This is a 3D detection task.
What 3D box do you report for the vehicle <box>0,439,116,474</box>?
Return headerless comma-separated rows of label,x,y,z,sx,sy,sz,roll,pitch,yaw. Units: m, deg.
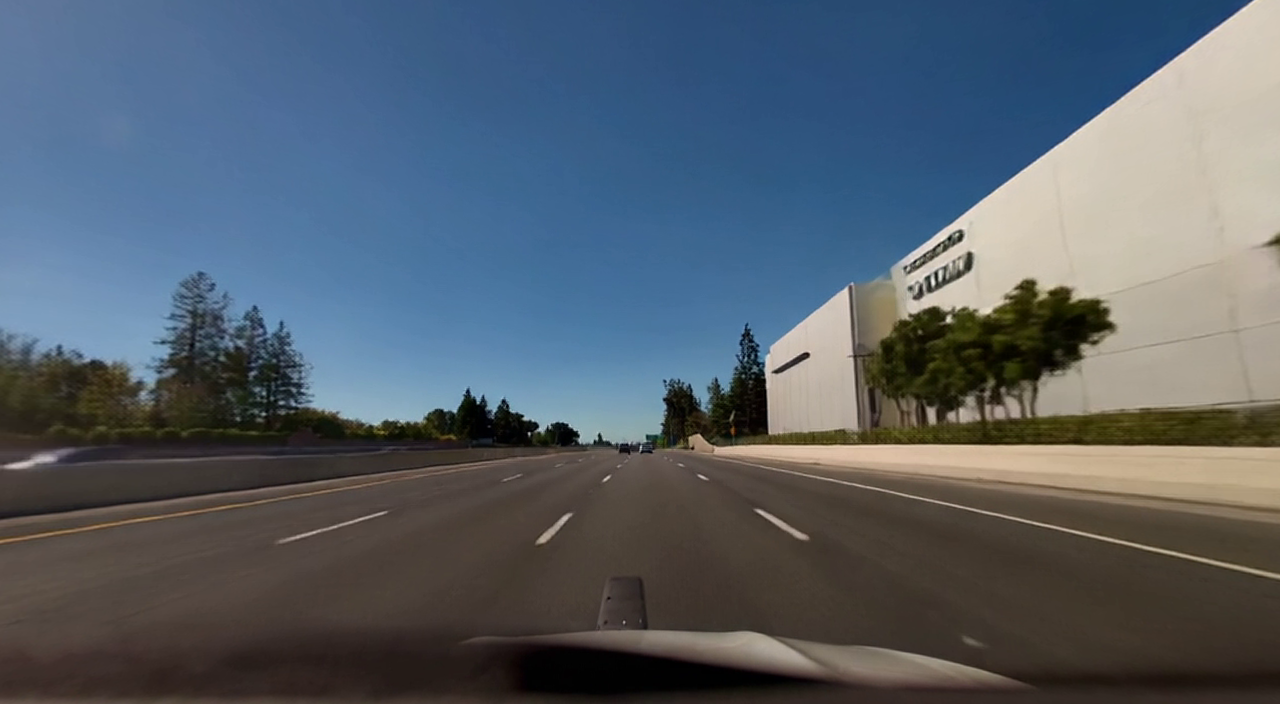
vehicle,-27.229,4.815,29.241,1.911,1.474,4.571,0,-8,0
